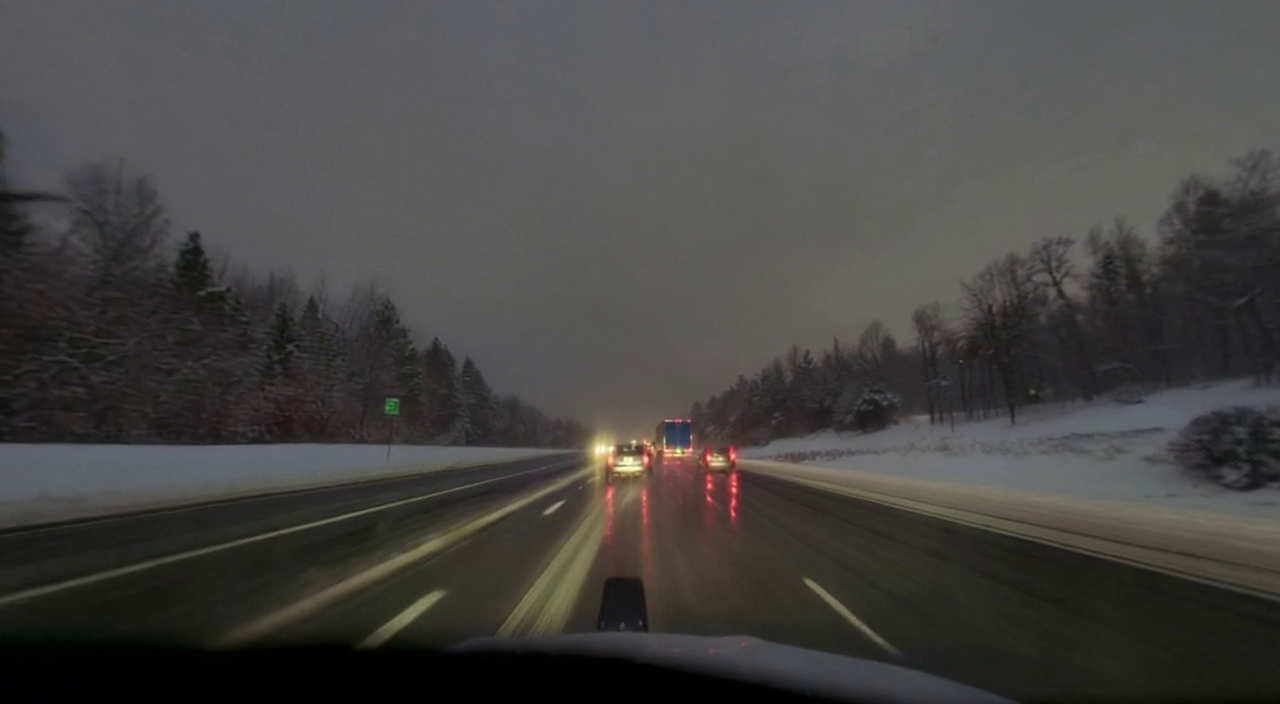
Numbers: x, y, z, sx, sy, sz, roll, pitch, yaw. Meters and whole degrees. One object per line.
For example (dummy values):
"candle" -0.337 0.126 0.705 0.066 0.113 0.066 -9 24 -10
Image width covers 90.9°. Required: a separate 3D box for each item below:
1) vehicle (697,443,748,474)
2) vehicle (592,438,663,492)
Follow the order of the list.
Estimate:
"vehicle" 4.158 5.426 32.324 1.971 1.472 4.301 0 -8 -1
"vehicle" -0.296 3.544 20.046 2.020 1.516 3.951 -1 -8 2
